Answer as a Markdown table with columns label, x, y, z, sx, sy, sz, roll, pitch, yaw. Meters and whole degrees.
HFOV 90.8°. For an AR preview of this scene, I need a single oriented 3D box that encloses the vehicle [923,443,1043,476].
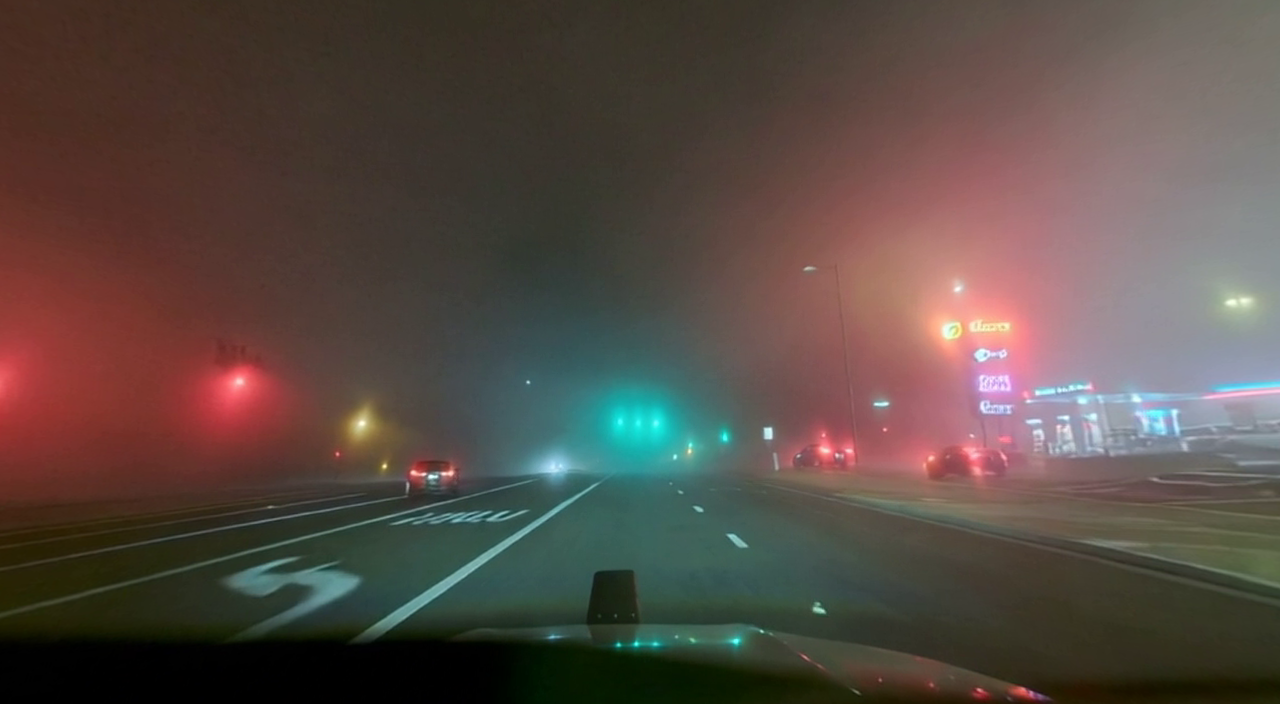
| label | x | y | z | sx | sy | sz | roll | pitch | yaw |
| --- | --- | --- | --- | --- | --- | --- | --- | --- | --- |
| vehicle | 16.279 | 5.107 | 30.168 | 4.549 | 1.492 | 1.981 | -1 | -9 | 3 |

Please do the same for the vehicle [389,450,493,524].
| label | x | y | z | sx | sy | sz | roll | pitch | yaw |
| --- | --- | --- | --- | --- | --- | --- | --- | --- | --- |
| vehicle | -4.998 | 3.234 | 15.875 | 2.073 | 1.525 | 4.809 | 3 | -9 | -18 |
